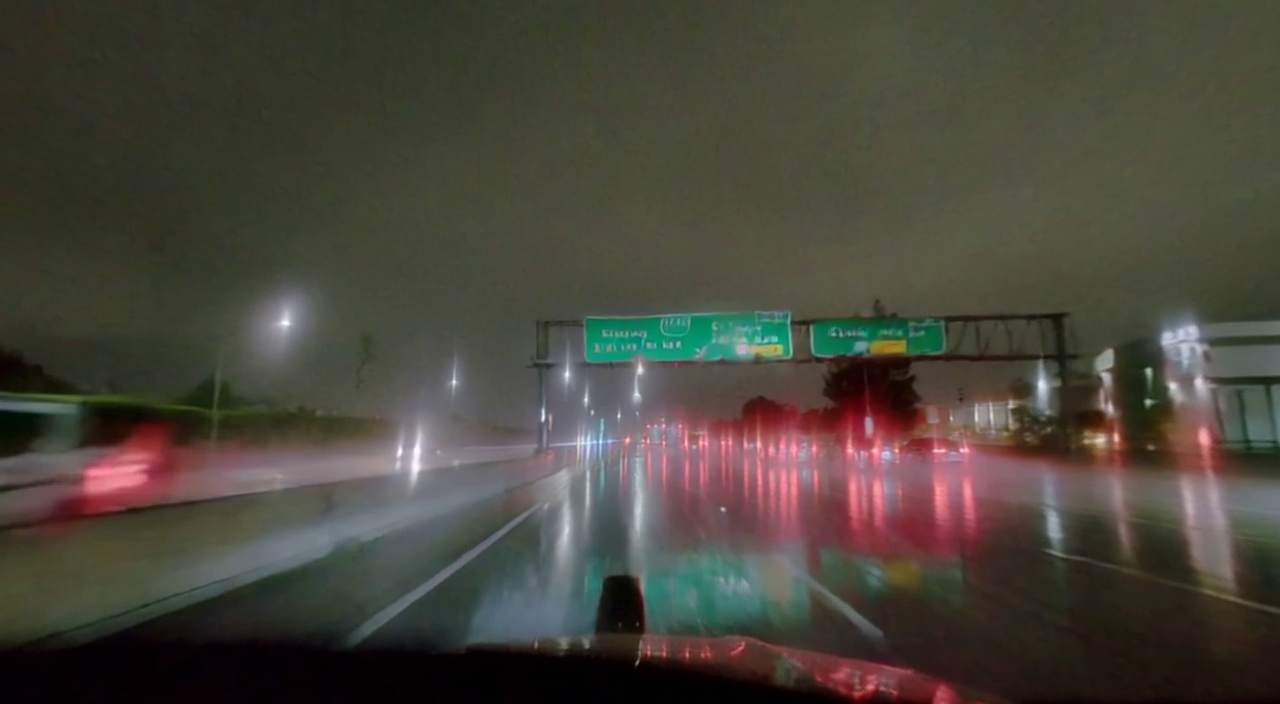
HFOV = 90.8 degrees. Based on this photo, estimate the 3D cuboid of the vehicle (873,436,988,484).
[{"bbox_3d":[9.609,3.579,21.292,1.836,1.418,4.132,0,-8,-1],"label":"vehicle"}]
